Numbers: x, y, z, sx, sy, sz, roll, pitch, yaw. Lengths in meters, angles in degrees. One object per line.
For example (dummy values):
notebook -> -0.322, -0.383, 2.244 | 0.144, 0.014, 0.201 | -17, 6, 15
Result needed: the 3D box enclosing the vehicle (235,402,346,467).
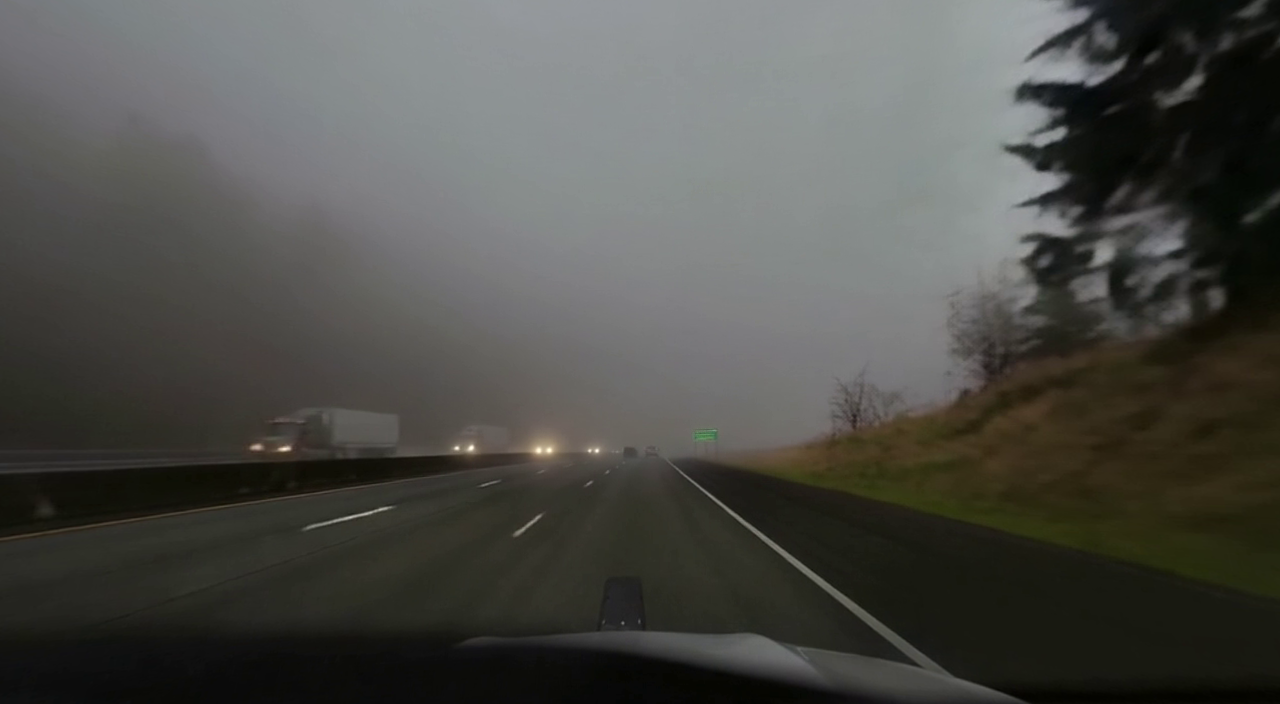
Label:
vehicle -> -22.843, 5.531, 41.731 | 2.953, 3.915, 7.157 | 0, -9, 1
